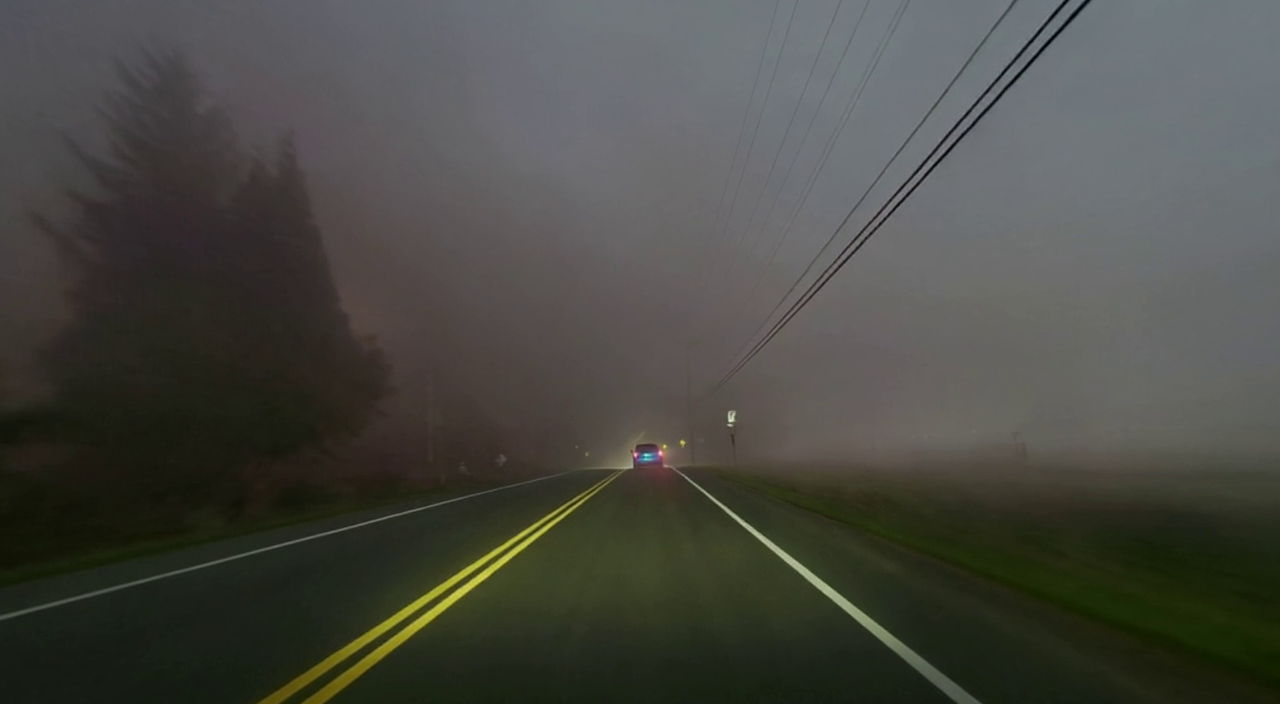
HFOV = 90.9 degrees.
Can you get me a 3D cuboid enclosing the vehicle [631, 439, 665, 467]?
[{"bbox_3d":[0.586,7.702,48.255,2.468,2.056,4.422,0,-8,0],"label":"vehicle"}]
